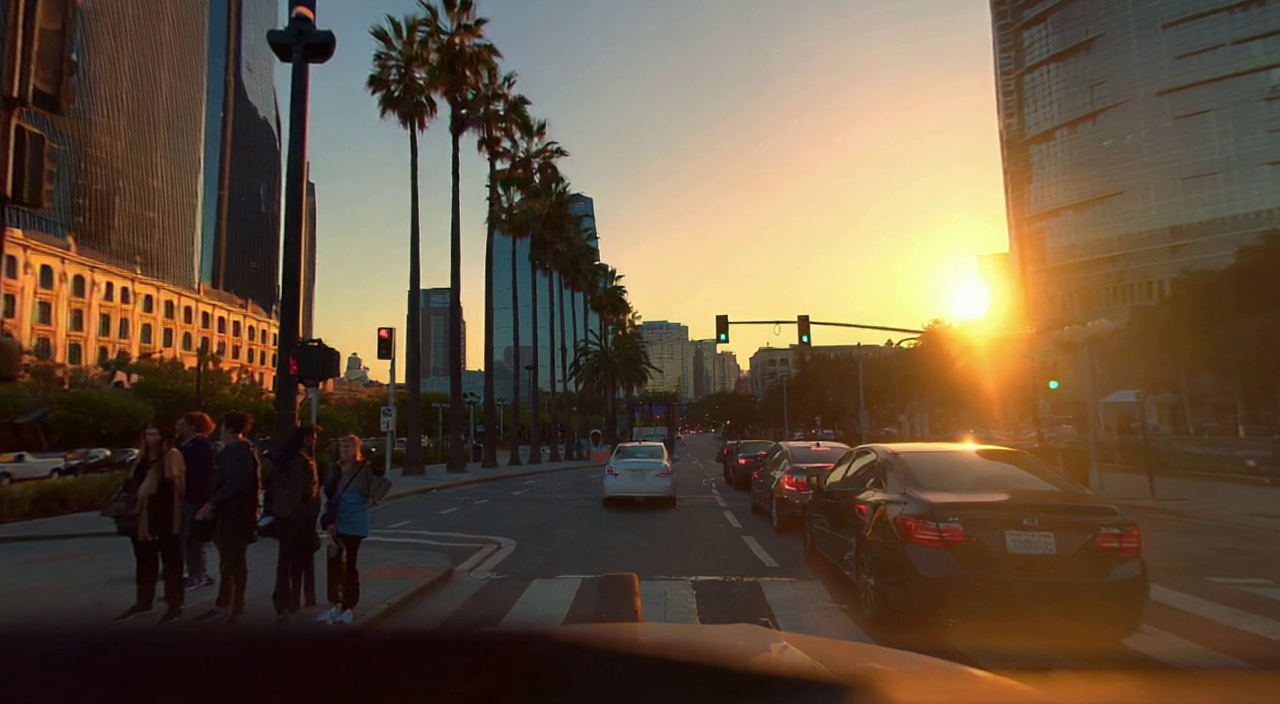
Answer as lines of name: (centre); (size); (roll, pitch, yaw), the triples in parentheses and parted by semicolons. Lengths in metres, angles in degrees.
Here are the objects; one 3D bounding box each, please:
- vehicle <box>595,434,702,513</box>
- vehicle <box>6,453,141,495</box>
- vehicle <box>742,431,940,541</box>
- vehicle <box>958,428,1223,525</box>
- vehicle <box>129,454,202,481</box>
vehicle: (0.182, 2.614, 13.970); (2.048, 1.503, 3.681); (0, -9, 1)
vehicle: (-26.699, 5.715, 29.935); (2.105, 1.793, 4.812); (0, -9, -4)
vehicle: (3.101, 2.165, 10.844); (1.913, 1.469, 4.425); (0, -9, 0)
vehicle: (8.177, 2.280, 12.067); (1.859, 1.508, 4.259); (0, -9, -1)
vehicle: (-33.374, 8.116, 44.452); (1.907, 1.690, 4.456); (1, -9, -5)
